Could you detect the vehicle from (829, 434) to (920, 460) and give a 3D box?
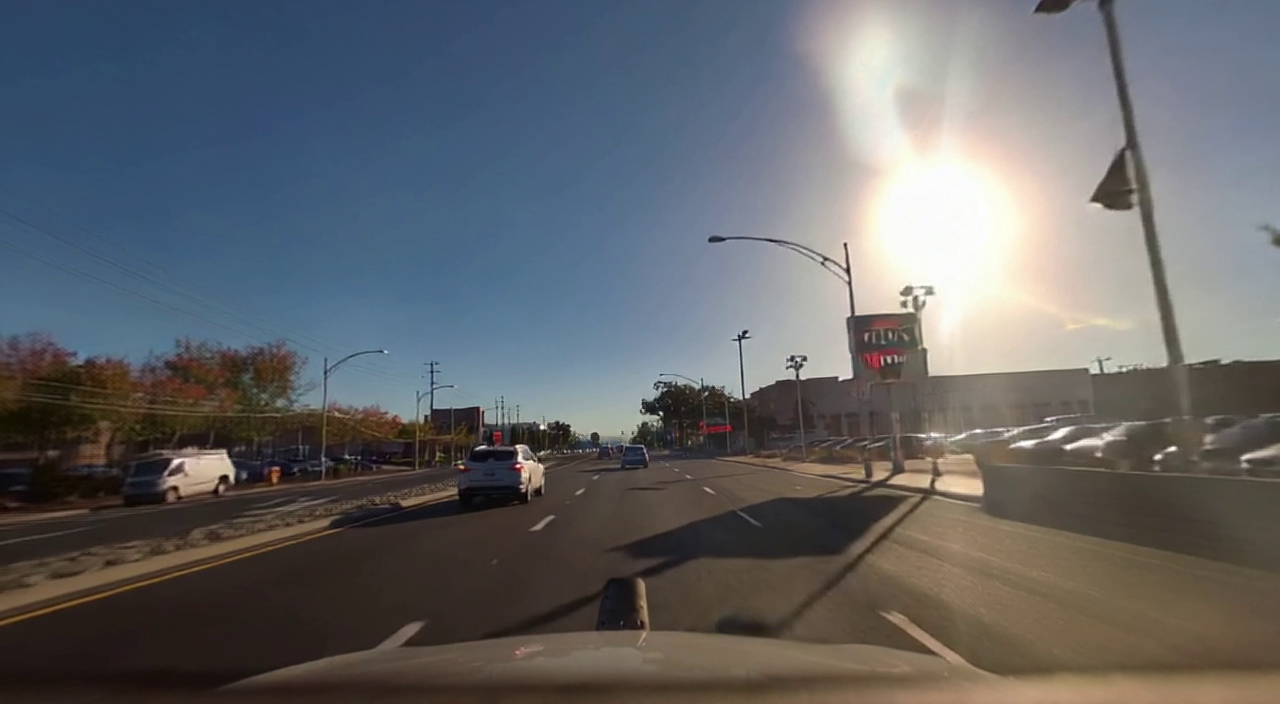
[{"bbox_3d":[13.962,5.662,37.657,4.630,1.497,2.016,0,-9,0],"label":"vehicle"}]

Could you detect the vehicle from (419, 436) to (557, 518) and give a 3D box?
[{"bbox_3d":[-3.133,2.662,13.960,1.939,1.496,4.309,0,-9,0],"label":"vehicle"}]

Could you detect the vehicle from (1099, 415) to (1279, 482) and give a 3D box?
[{"bbox_3d":[14.468,2.401,15.748,4.307,1.552,2.063,0,-9,0],"label":"vehicle"}]

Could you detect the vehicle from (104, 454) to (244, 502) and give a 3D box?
[{"bbox_3d":[-23.106,6.205,31.684,2.416,2.082,6.190,0,-9,-2],"label":"vehicle"}]

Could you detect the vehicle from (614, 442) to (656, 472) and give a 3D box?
[{"bbox_3d":[-0.267,5.415,32.741,2.019,1.459,4.005,0,-9,-1],"label":"vehicle"}]
